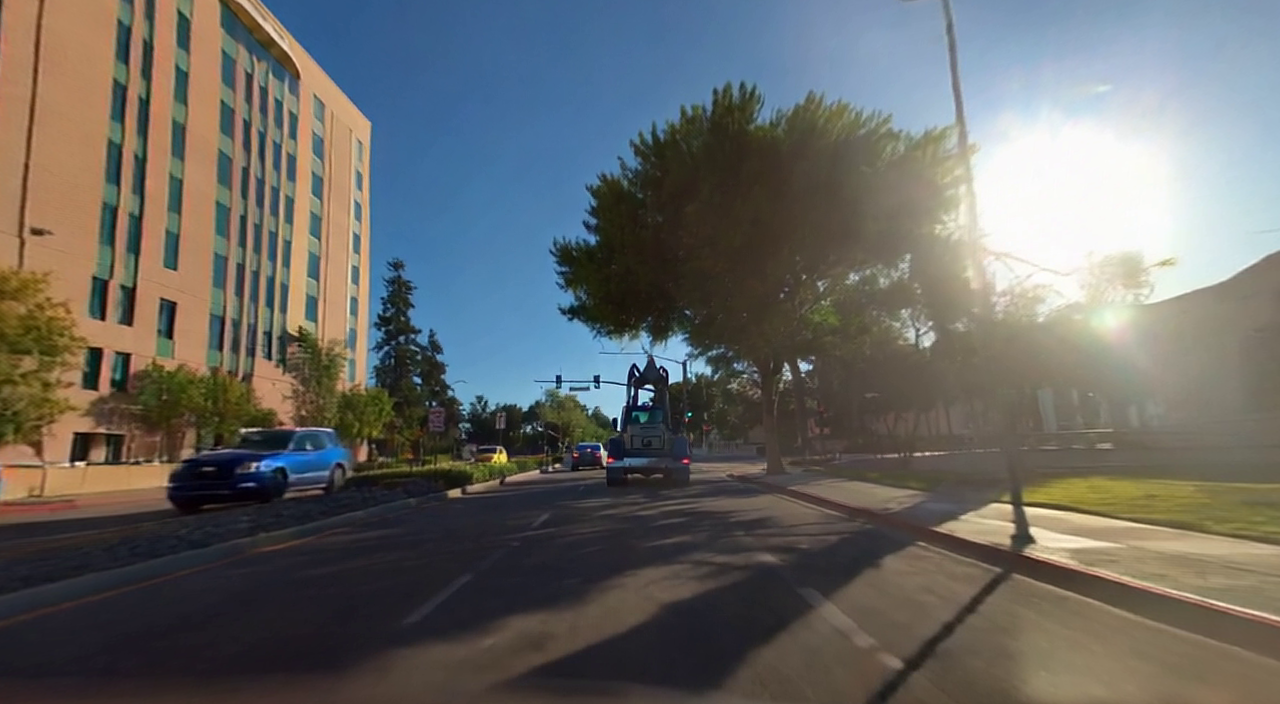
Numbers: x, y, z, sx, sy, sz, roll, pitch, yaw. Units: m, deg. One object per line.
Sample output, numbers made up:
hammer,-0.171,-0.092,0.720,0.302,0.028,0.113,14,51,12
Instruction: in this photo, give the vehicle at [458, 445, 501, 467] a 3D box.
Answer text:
vehicle,-12.066,7.814,47.625,1.941,1.520,4.864,0,-9,0

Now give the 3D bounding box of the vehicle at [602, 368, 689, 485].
vehicle,0.184,3.041,24.387,2.552,3.461,11.044,-1,-9,0

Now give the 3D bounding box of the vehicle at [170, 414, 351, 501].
vehicle,-12.215,3.471,21.024,2.404,2.444,5.799,0,-9,0

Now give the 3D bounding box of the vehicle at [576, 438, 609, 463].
vehicle,-3.379,7.151,45.631,2.081,1.688,4.235,0,-9,0
